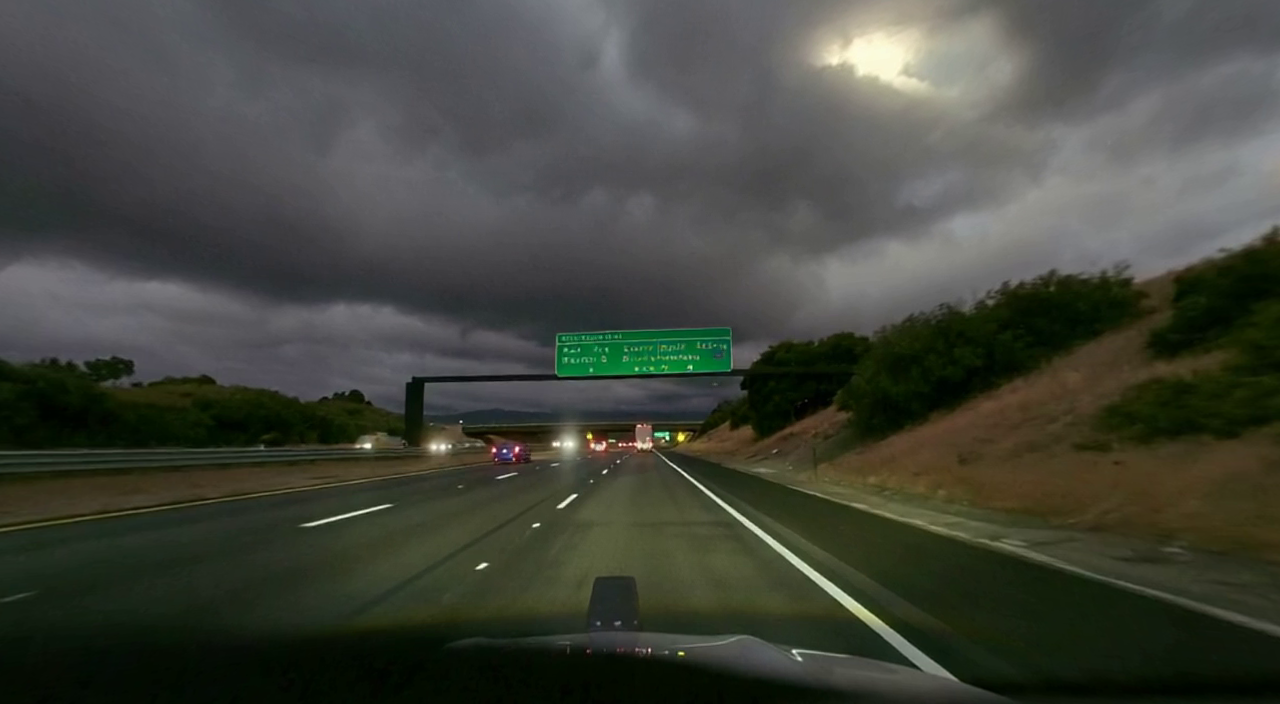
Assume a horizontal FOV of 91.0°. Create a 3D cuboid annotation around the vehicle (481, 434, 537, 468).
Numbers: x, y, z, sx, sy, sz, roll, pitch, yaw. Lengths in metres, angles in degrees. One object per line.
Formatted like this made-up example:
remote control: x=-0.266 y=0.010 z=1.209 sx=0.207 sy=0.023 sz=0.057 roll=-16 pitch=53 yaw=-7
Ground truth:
vehicle: x=-7.121 y=5.414 z=34.712 sx=2.070 sy=1.738 sz=4.733 roll=0 pitch=-8 yaw=0
